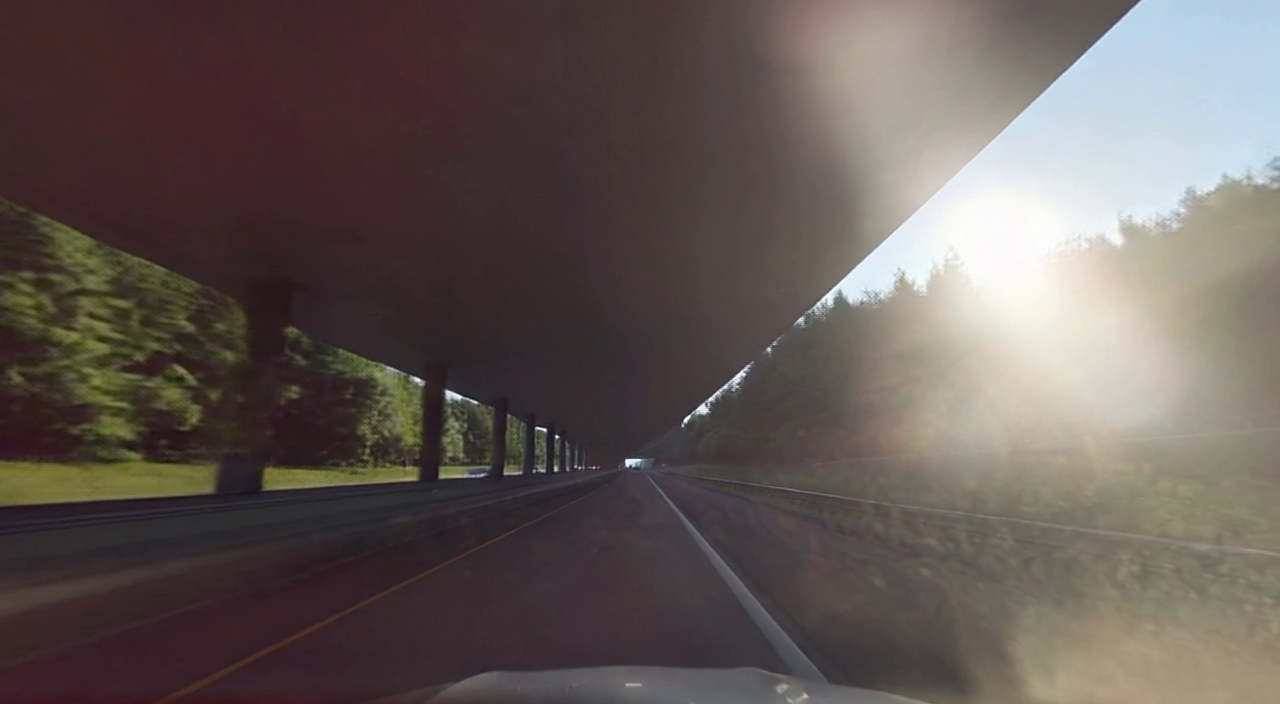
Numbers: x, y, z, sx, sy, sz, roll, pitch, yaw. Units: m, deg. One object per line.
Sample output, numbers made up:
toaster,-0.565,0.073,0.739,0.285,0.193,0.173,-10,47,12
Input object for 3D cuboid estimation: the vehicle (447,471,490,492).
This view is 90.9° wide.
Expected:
vehicle,-12.384,9.359,45.716,1.941,1.429,3.701,0,-10,2
